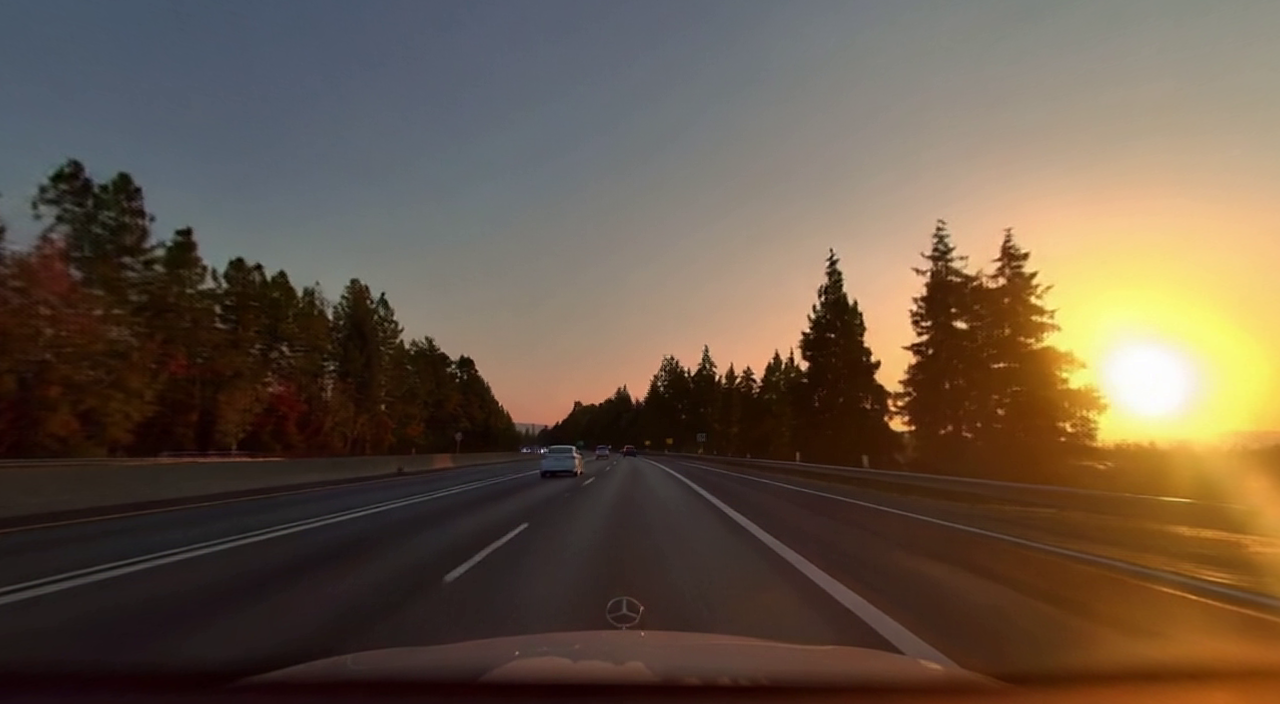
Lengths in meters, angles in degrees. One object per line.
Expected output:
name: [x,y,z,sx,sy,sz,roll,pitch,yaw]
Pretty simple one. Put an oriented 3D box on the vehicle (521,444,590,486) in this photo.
vehicle: [-3.427,4.693,26.570,2.184,1.574,5.004,0,-9,0]
